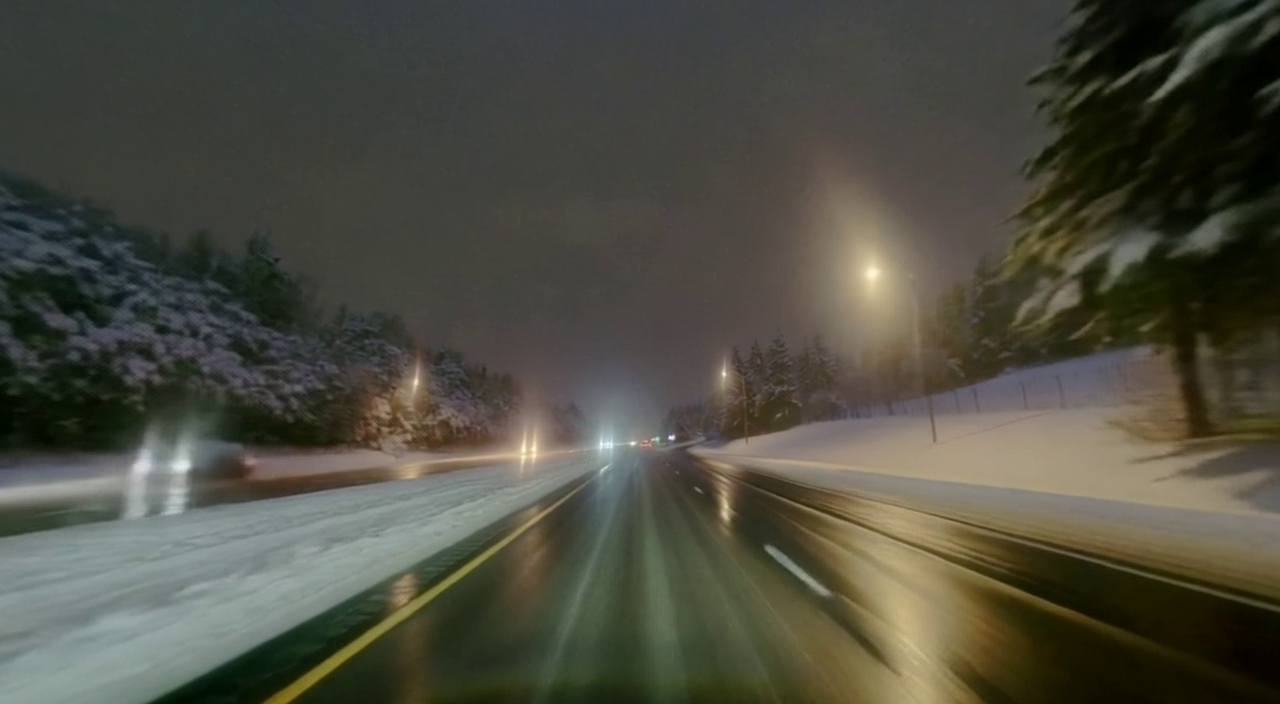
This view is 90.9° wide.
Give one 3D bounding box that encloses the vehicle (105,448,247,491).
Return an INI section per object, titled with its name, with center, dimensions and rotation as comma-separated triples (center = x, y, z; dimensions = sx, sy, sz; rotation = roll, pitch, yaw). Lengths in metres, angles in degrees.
[vehicle]
center = -17.523, 4.414, 24.178
dimensions = 1.922, 1.434, 4.620
rotation = 0, -8, 0
